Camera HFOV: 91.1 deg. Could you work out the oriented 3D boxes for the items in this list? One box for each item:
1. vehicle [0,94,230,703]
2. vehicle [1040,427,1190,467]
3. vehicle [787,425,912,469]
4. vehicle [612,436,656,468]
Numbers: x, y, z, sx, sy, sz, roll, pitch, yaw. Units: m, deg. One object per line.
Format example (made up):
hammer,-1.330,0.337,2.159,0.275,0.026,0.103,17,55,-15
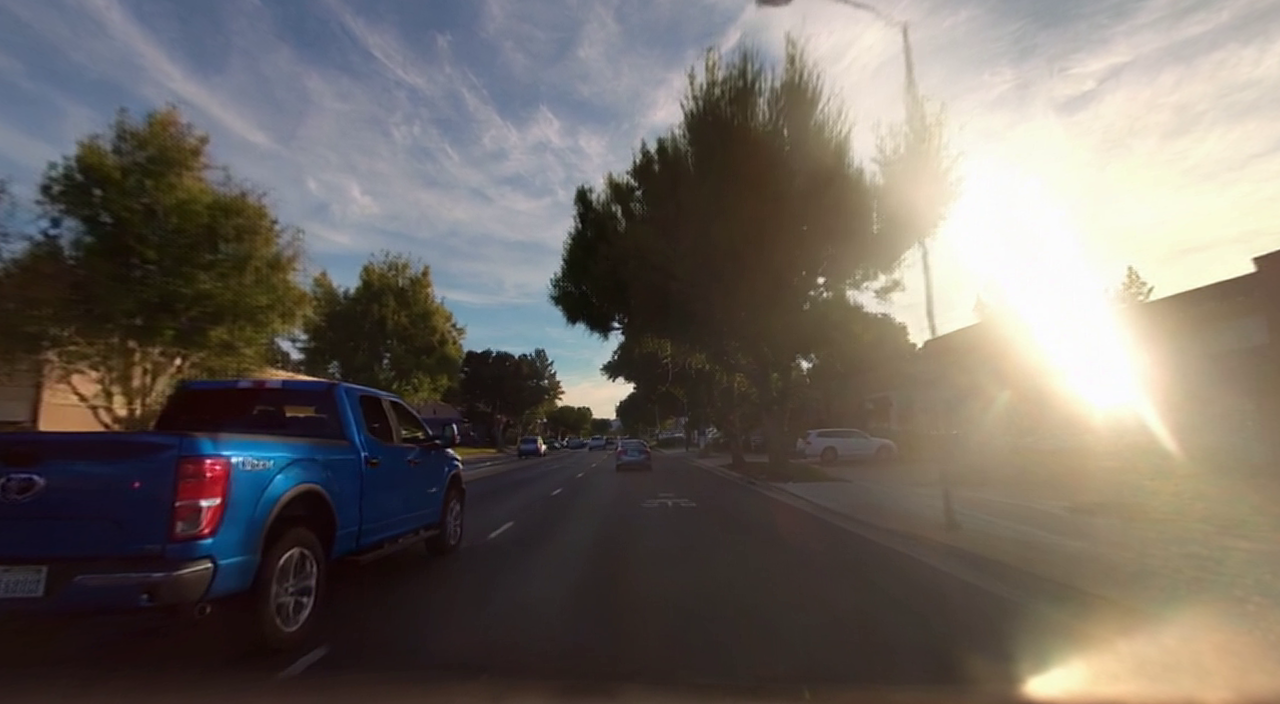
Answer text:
vehicle,-3.584,0.180,0.624,2.733,2.495,5.037,0,-8,2
vehicle,20.142,4.086,26.966,4.836,1.567,2.051,-5,-9,30
vehicle,9.060,4.093,27.087,5.109,1.735,1.997,4,-9,-26
vehicle,-0.331,5.257,33.236,2.191,1.530,4.470,0,-8,-1
